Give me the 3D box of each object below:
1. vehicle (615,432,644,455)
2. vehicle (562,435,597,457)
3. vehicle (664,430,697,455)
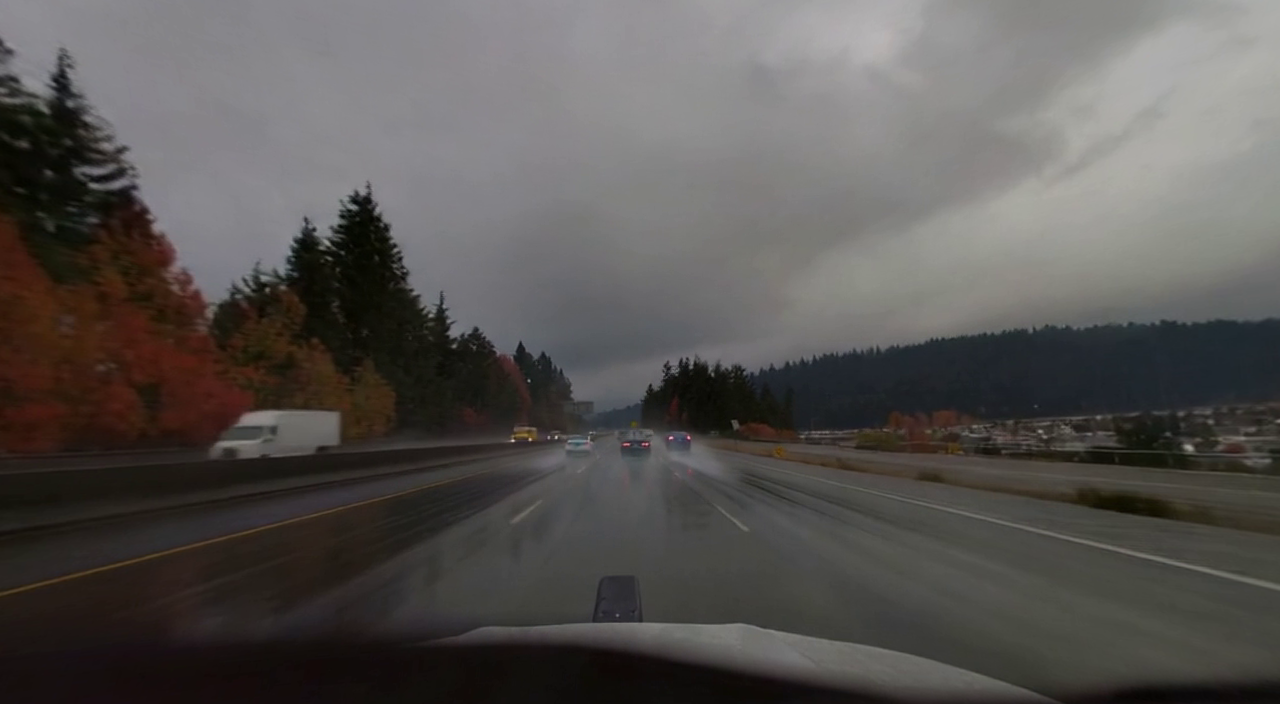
[{"bbox_3d":[-0.803,7.184,49.275,2.157,1.688,4.480,0,-8,0],"label":"vehicle"},{"bbox_3d":[-4.267,6.668,44.773,2.103,1.507,4.367,0,-8,0],"label":"vehicle"},{"bbox_3d":[3.066,6.923,48.228,2.055,1.786,4.157,0,-8,-2],"label":"vehicle"}]
